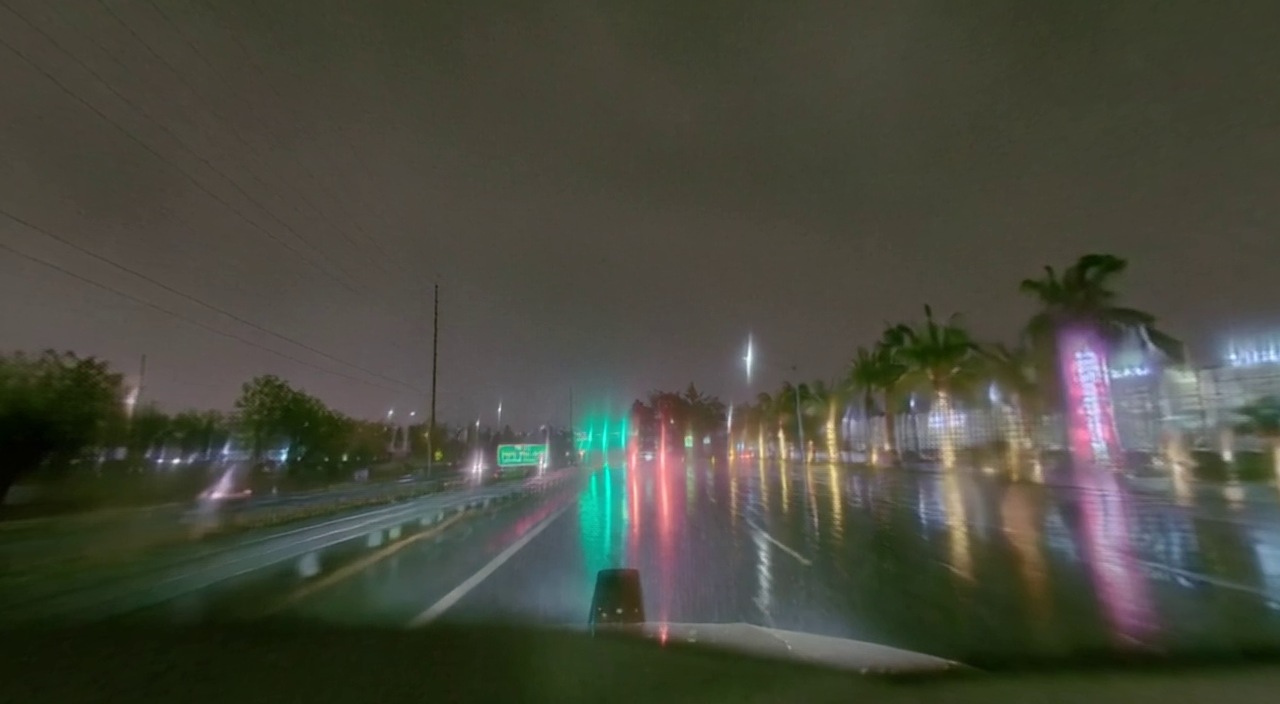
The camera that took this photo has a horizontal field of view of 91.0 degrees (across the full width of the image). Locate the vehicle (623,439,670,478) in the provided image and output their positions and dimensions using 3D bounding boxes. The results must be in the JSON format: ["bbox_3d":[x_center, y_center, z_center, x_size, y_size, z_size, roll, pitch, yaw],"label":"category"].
[{"bbox_3d":[0.250,5.124,30.404,2.089,1.718,4.193,0,-9,-1],"label":"vehicle"}]
